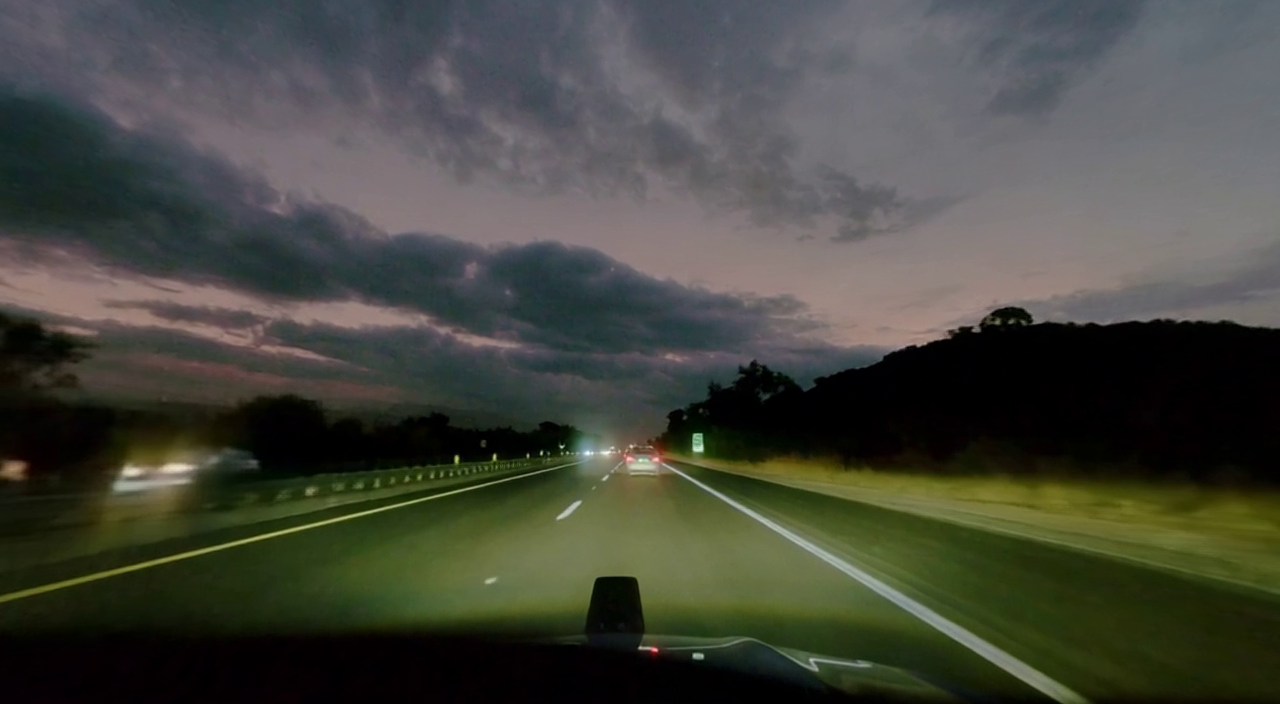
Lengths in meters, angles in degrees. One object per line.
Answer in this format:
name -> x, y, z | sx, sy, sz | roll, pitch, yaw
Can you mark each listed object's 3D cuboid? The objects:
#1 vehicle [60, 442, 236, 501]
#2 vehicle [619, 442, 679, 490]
vehicle -> -13.607, 3.293, 17.761 | 1.875, 1.457, 3.773 | 0, -9, 0
vehicle -> 0.308, 4.417, 24.816 | 2.135, 1.686, 4.517 | 0, -9, 0
